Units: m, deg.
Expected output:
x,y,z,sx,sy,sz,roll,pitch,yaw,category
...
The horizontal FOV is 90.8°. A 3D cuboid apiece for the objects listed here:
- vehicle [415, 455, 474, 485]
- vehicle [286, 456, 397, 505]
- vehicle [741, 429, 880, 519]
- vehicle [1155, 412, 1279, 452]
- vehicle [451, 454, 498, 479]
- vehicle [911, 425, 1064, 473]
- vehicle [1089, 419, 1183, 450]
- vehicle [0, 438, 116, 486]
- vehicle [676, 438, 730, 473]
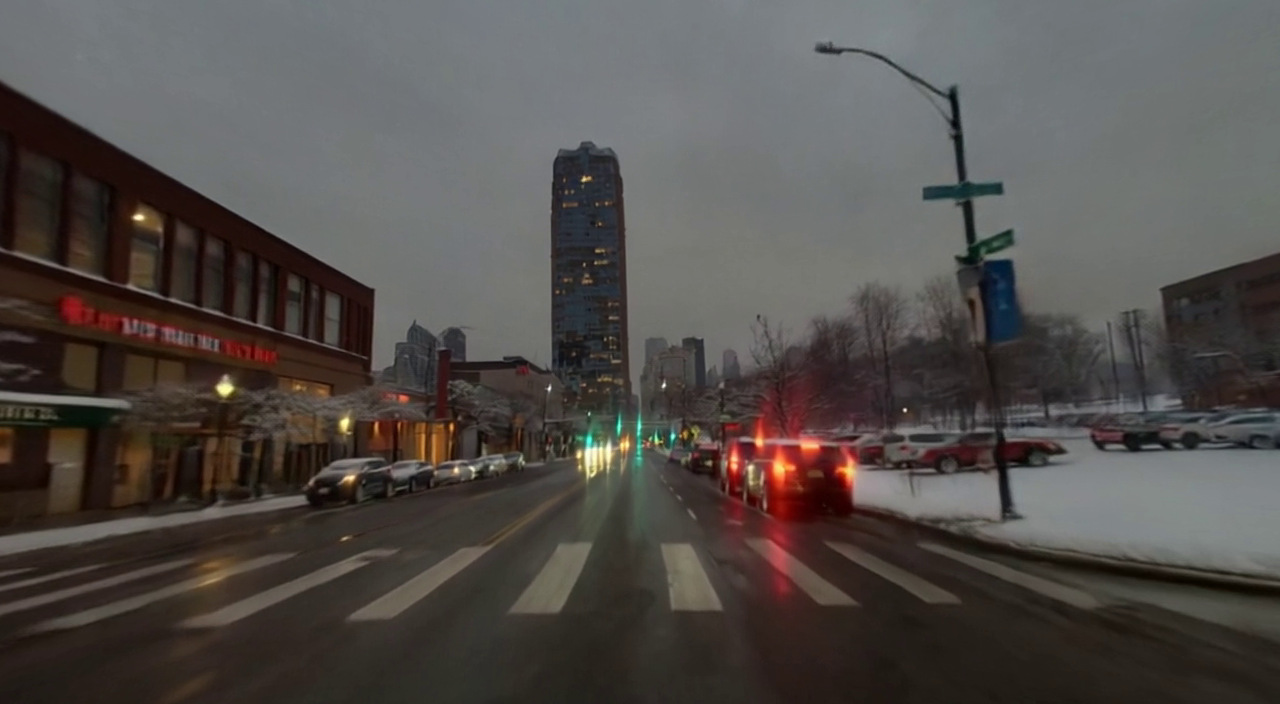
x,y,z,sx,sy,sz,roll,pitch,yaw,category
-10.865,6.581,35.472,1.861,1.473,4.633,0,-8,-1,vehicle
-10.918,4.695,23.536,2.018,1.553,4.407,0,-8,-1,vehicle
3.848,2.837,15.352,2.118,1.779,5.121,-1,-8,2,vehicle
27.214,3.750,29.394,4.579,1.735,2.092,0,-9,0,vehicle
-10.782,7.476,41.488,1.803,1.489,4.404,0,-8,1,vehicle
13.568,3.822,24.951,4.732,1.746,2.141,-1,-8,3,vehicle
27.048,4.473,34.489,3.666,1.448,1.639,-3,-5,1,vehicle
-22.440,4.120,23.977,1.778,1.639,4.019,0,-8,-3,vehicle
3.624,6.097,37.541,2.492,1.909,5.830,0,-8,-1,vehicle
